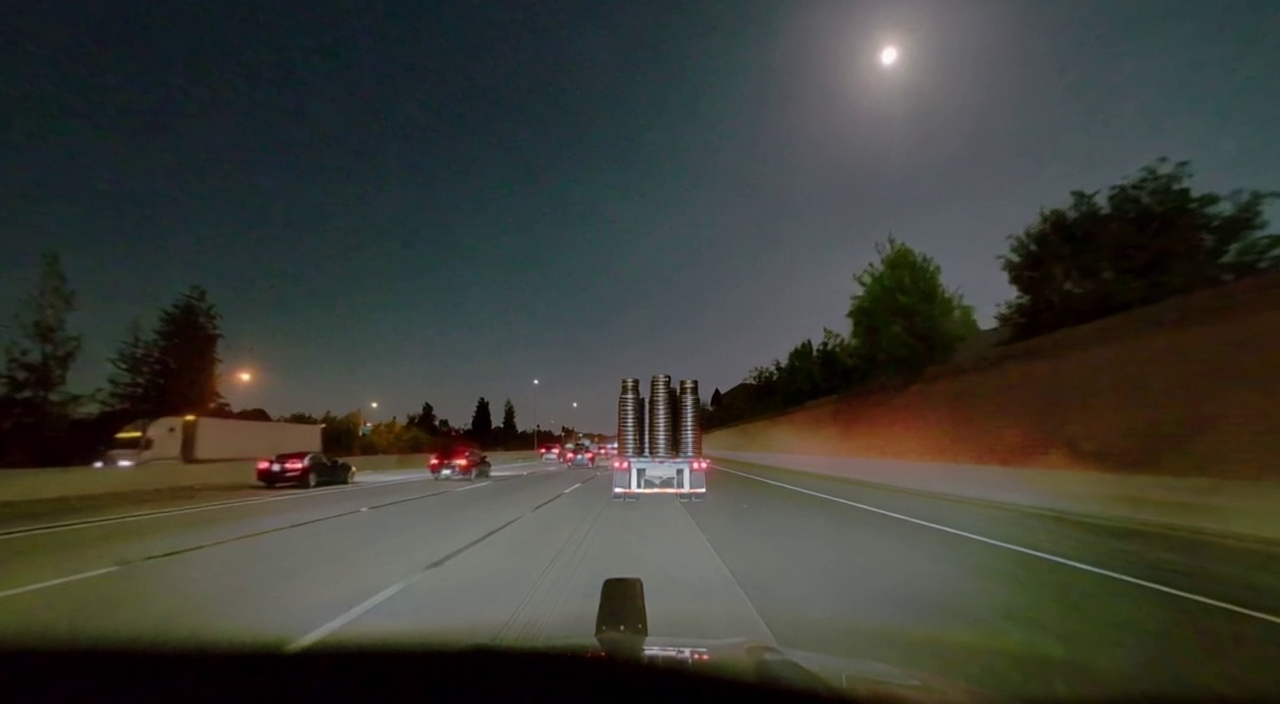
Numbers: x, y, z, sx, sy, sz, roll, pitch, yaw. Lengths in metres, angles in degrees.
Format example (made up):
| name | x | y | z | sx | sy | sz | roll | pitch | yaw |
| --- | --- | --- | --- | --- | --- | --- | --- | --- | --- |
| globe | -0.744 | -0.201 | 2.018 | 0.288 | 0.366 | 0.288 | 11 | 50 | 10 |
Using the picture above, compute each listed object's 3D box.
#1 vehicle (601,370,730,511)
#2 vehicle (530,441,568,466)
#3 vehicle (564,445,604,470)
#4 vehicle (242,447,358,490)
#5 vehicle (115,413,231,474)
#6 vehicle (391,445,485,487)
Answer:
| name | x | y | z | sx | sy | sz | roll | pitch | yaw |
| --- | --- | --- | --- | --- | --- | --- | --- | --- | --- |
| vehicle | 0.530 | 2.543 | 18.056 | 2.798 | 3.071 | 8.412 | 0 | -8 | 0 |
| vehicle | -7.127 | 8.001 | 49.924 | 2.164 | 1.874 | 5.004 | 0 | -8 | 1 |
| vehicle | -3.447 | 6.576 | 39.560 | 1.974 | 1.475 | 4.538 | 0 | -8 | 1 |
| vehicle | -12.960 | 4.444 | 24.446 | 1.908 | 1.473 | 4.552 | 0 | -8 | 1 |
| vehicle | -29.814 | 5.859 | 40.586 | 3.009 | 3.610 | 5.561 | 0 | -8 | 0 |
| vehicle | -7.680 | 4.372 | 24.572 | 2.006 | 1.458 | 4.700 | 0 | -8 | 2 |
